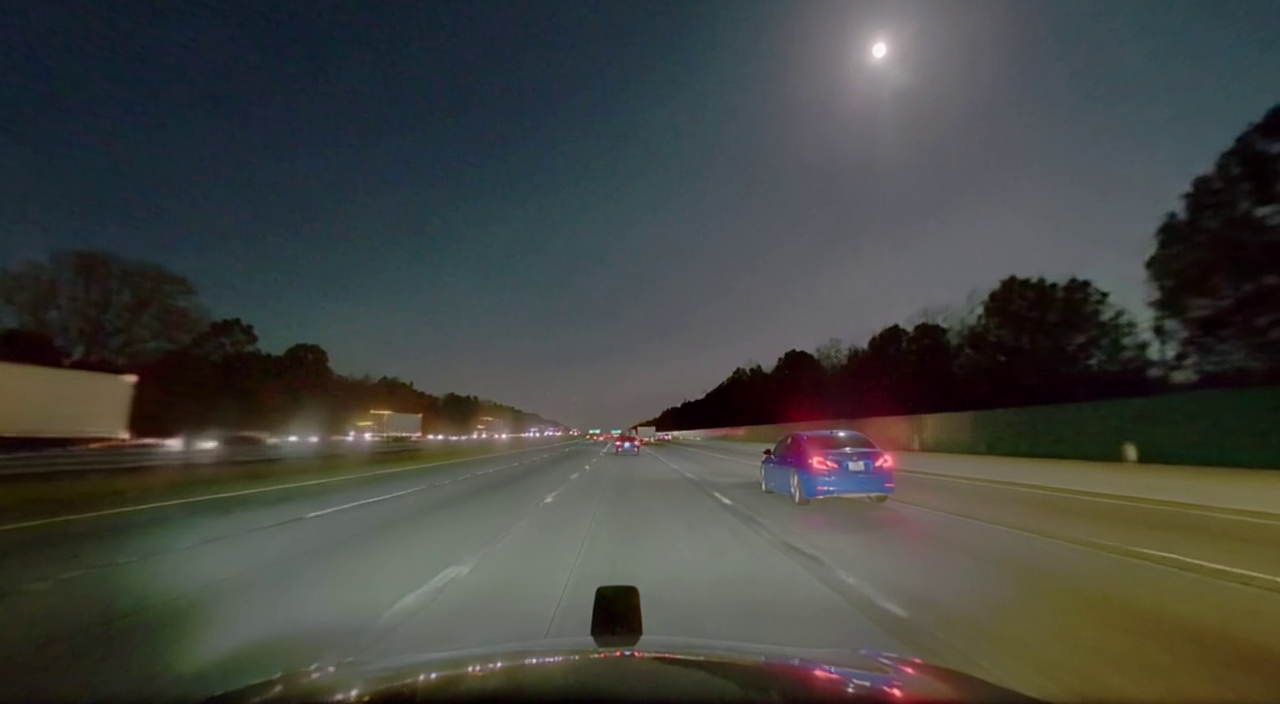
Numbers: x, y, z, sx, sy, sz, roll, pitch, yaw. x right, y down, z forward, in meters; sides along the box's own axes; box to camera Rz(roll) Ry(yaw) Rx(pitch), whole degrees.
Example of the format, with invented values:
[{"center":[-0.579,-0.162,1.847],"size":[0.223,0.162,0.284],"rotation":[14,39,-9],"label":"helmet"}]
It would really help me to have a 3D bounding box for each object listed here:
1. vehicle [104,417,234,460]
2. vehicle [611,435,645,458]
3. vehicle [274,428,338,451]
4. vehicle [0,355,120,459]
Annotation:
[{"center":[-18.492,3.427,24.976],"size":[1.980,1.549,4.156],"rotation":[0,-8,-1],"label":"vehicle"},{"center":[-0.804,6.221,41.653],"size":[2.121,1.445,4.187],"rotation":[0,-8,-2],"label":"vehicle"},{"center":[-22.479,5.912,42.507],"size":[1.905,1.510,4.507],"rotation":[0,-8,-1],"label":"vehicle"},{"center":[-25.887,1.924,22.652],"size":[2.867,3.948,13.749],"rotation":[0,-8,-1],"label":"vehicle"}]
